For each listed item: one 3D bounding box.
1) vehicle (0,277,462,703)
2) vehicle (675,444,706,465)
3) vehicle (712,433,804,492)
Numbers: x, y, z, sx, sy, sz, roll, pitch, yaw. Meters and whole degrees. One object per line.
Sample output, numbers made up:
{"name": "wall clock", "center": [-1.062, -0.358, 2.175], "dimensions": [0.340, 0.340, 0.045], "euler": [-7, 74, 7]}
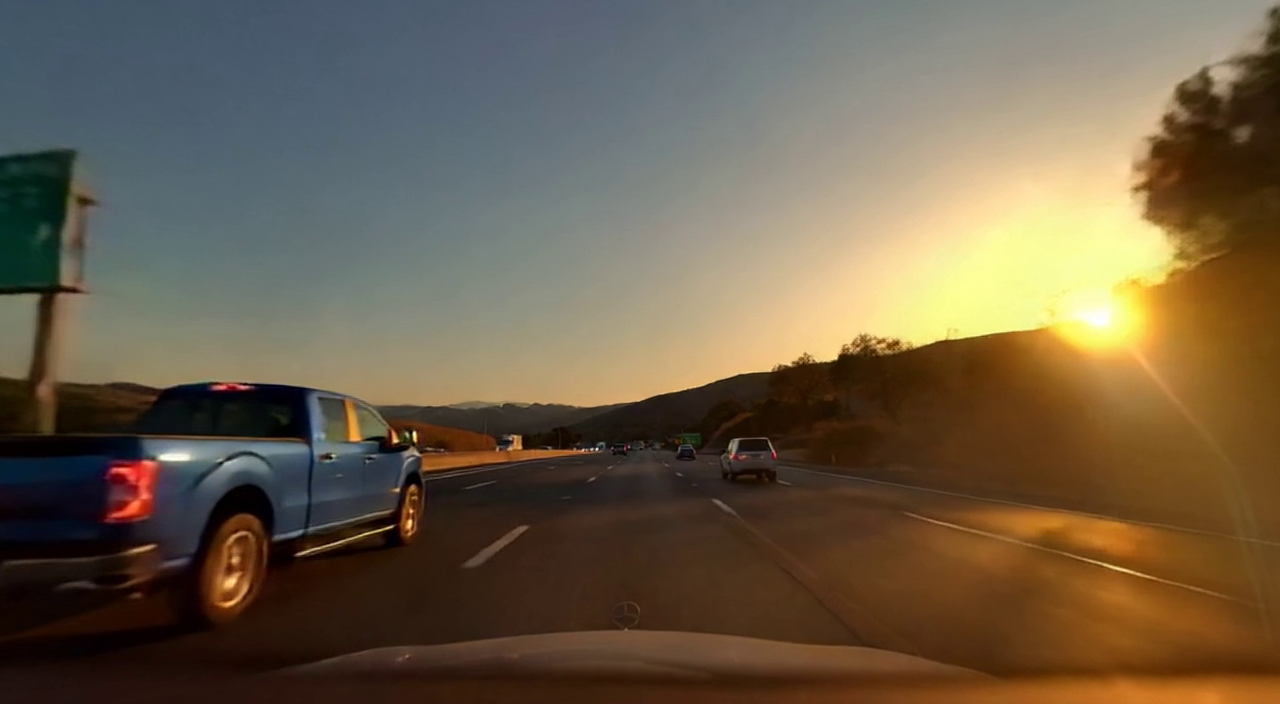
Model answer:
{"name": "vehicle", "center": [-3.897, 1.174, 6.192], "dimensions": [2.496, 2.203, 6.317], "euler": [0, -9, -1]}
{"name": "vehicle", "center": [3.883, 7.971, 49.118], "dimensions": [2.047, 1.501, 4.237], "euler": [0, -9, 0]}
{"name": "vehicle", "center": [3.591, 3.458, 20.034], "dimensions": [2.095, 1.668, 4.135], "euler": [0, -9, 0]}
